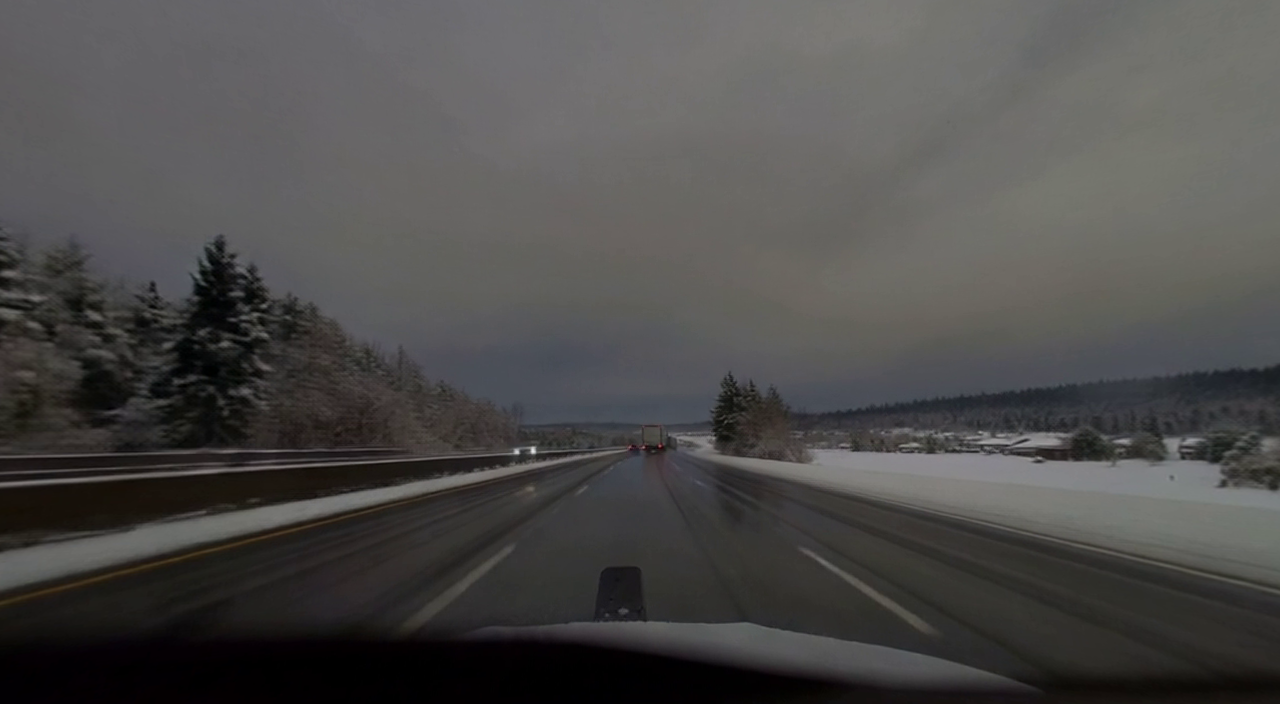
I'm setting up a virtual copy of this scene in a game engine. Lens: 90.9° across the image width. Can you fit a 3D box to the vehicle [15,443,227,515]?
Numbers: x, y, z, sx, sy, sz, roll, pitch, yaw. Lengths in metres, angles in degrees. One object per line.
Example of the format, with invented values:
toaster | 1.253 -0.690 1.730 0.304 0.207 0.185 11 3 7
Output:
vehicle | -12.000 2.924 14.963 1.761 1.451 3.782 0 -9 0
